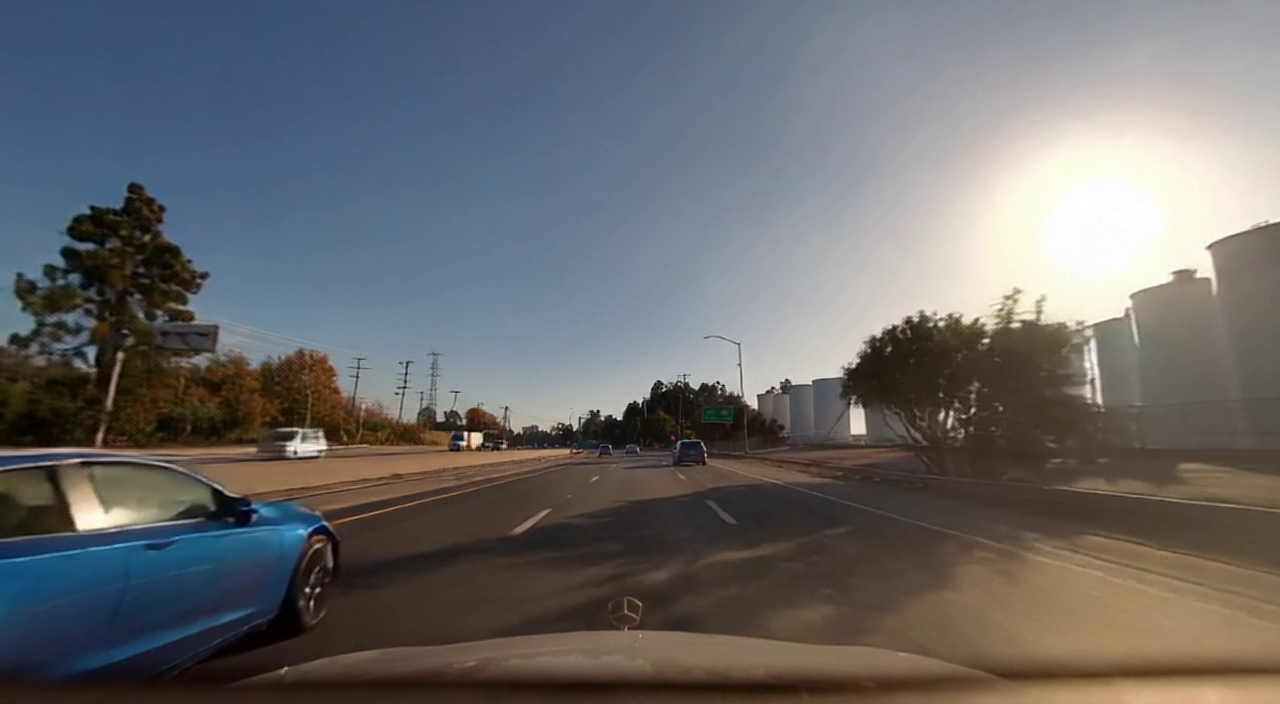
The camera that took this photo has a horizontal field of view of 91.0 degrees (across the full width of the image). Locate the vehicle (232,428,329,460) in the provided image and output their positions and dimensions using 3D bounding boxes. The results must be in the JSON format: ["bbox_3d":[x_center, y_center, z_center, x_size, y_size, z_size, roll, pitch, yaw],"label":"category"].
[{"bbox_3d":[-18.152,4.683,32.068,2.023,1.509,4.540,-1,-9,4],"label":"vehicle"}]

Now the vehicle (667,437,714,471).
[{"bbox_3d":[2.858,5.934,36.817,2.296,1.790,5.067,0,-9,-1],"label":"vehicle"}]
